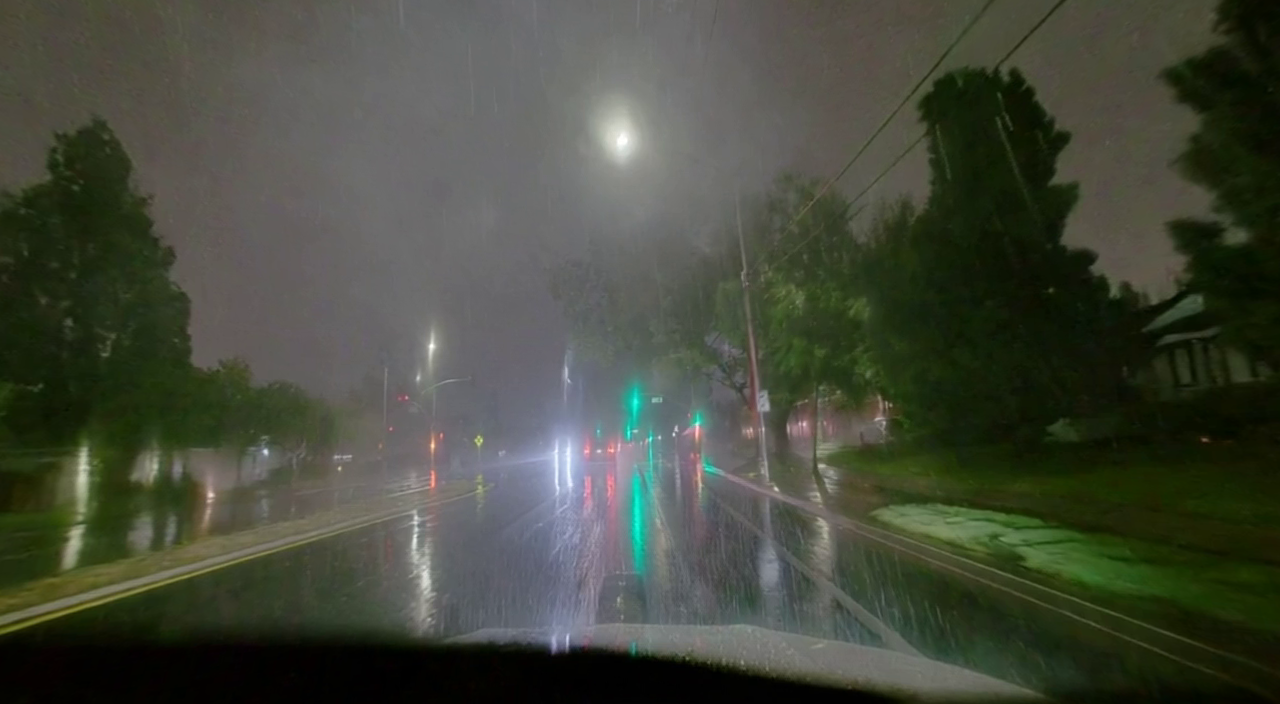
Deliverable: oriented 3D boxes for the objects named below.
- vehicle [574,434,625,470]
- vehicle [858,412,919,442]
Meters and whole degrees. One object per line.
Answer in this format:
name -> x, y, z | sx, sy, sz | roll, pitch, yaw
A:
vehicle -> -2.102, 5.320, 33.799 | 2.215, 1.799, 4.426 | -1, -8, 3
vehicle -> 15.273, 4.694, 39.120 | 1.982, 1.705, 4.677 | -1, -9, 2
